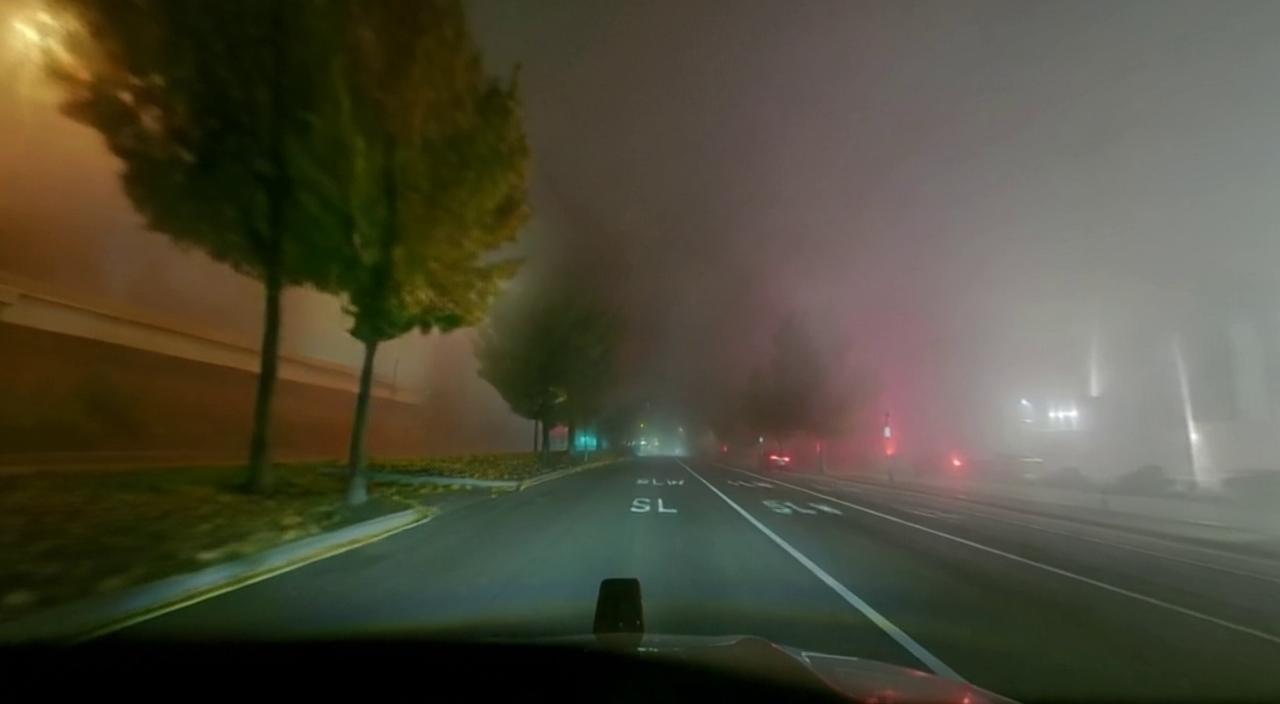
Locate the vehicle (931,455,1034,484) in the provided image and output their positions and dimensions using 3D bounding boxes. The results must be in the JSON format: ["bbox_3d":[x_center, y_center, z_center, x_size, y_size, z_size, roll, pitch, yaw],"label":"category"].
[{"bbox_3d":[19.950,6.869,36.885,4.635,1.552,2.334,0,-9,1],"label":"vehicle"}]

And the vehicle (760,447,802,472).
[{"bbox_3d":[10.962,8.371,49.262,2.187,1.871,4.576,0,-9,0],"label":"vehicle"}]
